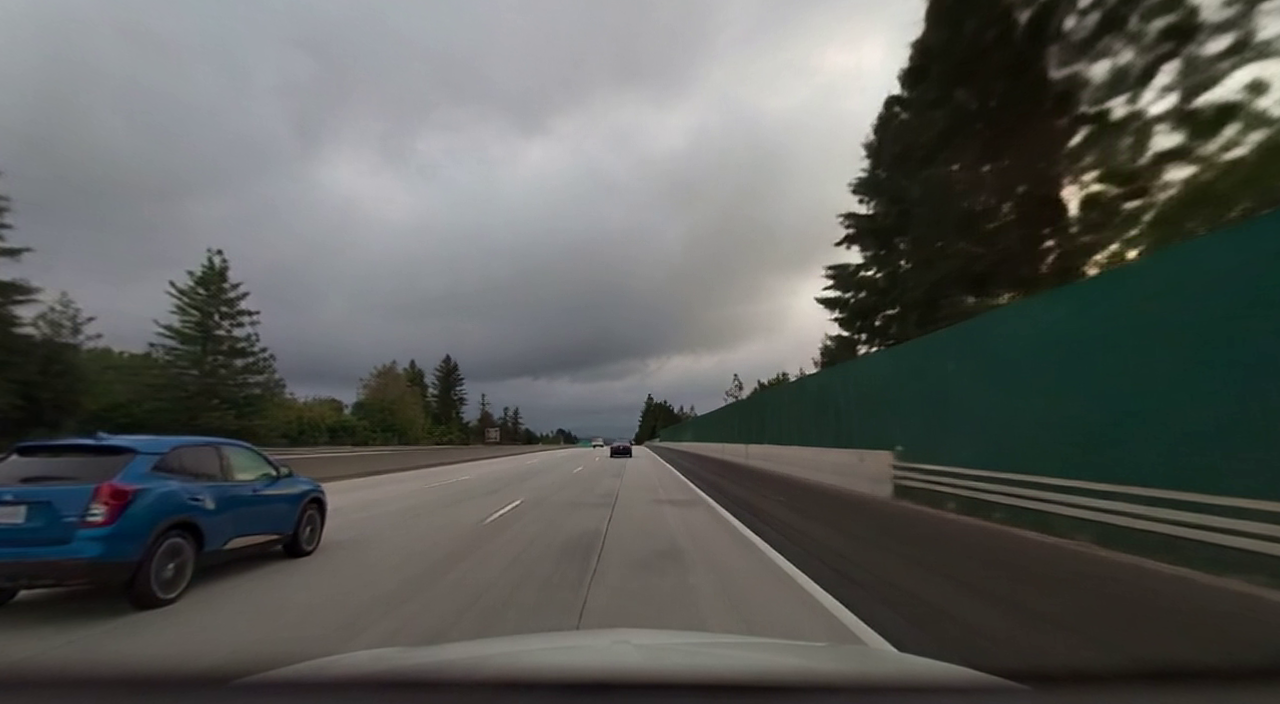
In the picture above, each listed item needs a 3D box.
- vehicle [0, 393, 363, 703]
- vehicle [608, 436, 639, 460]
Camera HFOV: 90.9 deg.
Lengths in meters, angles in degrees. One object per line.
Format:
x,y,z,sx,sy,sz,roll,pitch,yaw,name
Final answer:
-4.242,1.213,4.853,2.072,1.545,4.767,0,-8,0,vehicle
-1.018,5.984,39.463,1.836,1.450,3.519,0,-8,-1,vehicle
